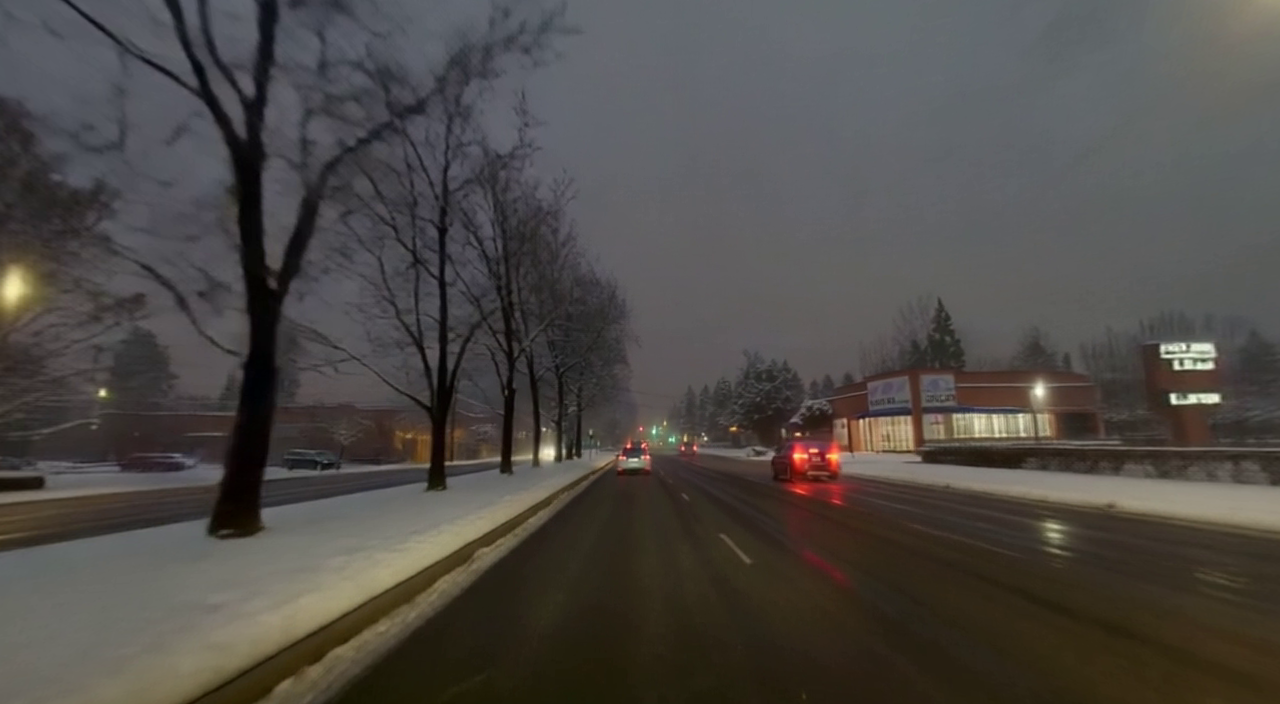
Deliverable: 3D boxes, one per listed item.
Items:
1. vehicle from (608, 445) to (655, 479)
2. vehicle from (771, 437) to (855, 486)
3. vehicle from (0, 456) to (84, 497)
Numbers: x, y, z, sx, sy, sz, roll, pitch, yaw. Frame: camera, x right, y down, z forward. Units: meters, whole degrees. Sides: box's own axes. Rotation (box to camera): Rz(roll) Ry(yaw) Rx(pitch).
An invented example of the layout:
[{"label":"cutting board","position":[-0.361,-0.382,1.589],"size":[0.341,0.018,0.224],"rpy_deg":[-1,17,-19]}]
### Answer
[{"label":"vehicle","position":[-0.354,4.849,28.118],"size":[1.970,1.402,3.756],"rpy_deg":[0,-8,0]},{"label":"vehicle","position":[6.391,4.082,23.759],"size":[1.949,1.647,3.894],"rpy_deg":[0,-8,-2]},{"label":"vehicle","position":[-24.388,4.790,24.428],"size":[3.898,1.459,1.680],"rpy_deg":[1,-8,-2]}]
